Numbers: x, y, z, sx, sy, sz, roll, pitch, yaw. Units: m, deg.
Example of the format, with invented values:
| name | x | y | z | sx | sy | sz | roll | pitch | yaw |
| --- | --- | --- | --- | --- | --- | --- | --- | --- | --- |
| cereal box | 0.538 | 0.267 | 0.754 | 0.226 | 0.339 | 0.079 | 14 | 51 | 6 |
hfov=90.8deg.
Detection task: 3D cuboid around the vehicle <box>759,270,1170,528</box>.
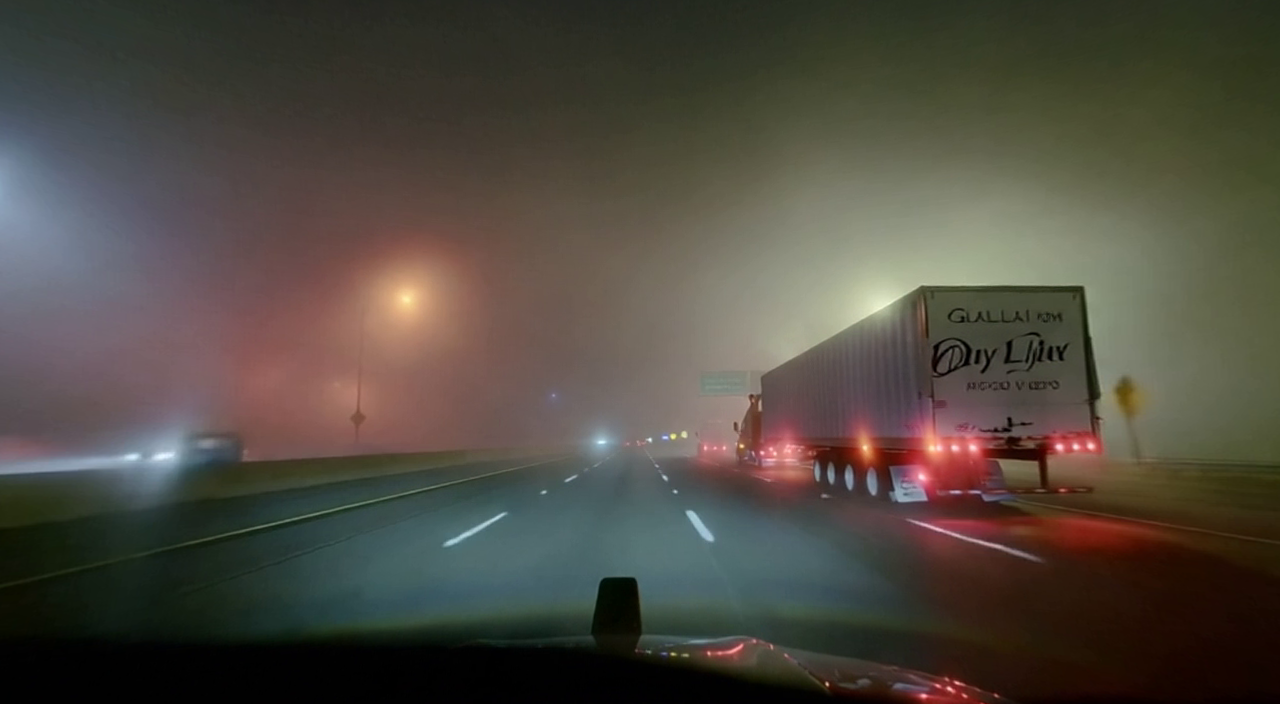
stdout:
| name | x | y | z | sx | sy | sz | roll | pitch | yaw |
| --- | --- | --- | --- | --- | --- | --- | --- | --- | --- |
| vehicle | 6.400 | 1.842 | 17.718 | 2.962 | 3.947 | 16.241 | 0 | -8 | 0 |
